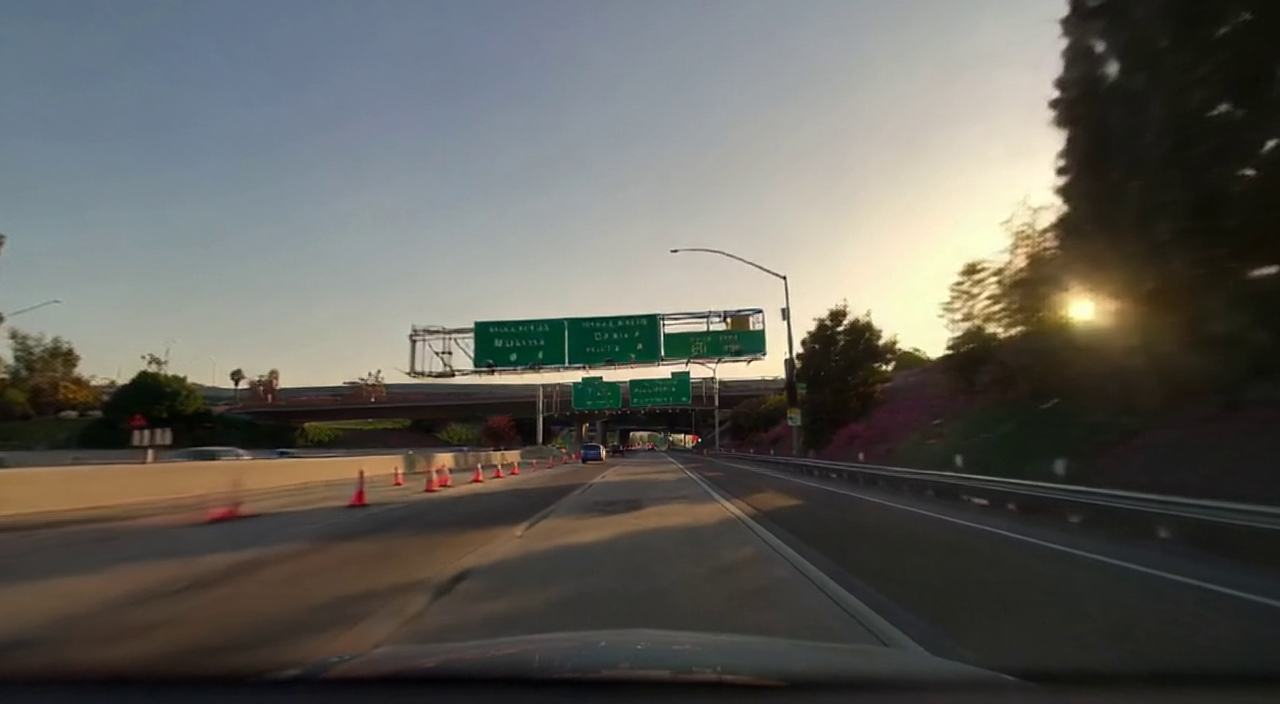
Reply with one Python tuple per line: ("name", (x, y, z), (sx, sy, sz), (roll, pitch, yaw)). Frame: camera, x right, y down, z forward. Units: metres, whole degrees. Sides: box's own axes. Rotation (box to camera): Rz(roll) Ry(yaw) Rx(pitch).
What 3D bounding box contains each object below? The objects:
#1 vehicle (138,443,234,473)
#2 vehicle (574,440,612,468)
("vehicle", (-26.654, 6.228, 37.073), (1.980, 1.627, 4.751), (0, -9, 2))
("vehicle", (-2.937, 6.497, 40.129), (2.078, 1.629, 4.059), (0, -9, 1))
